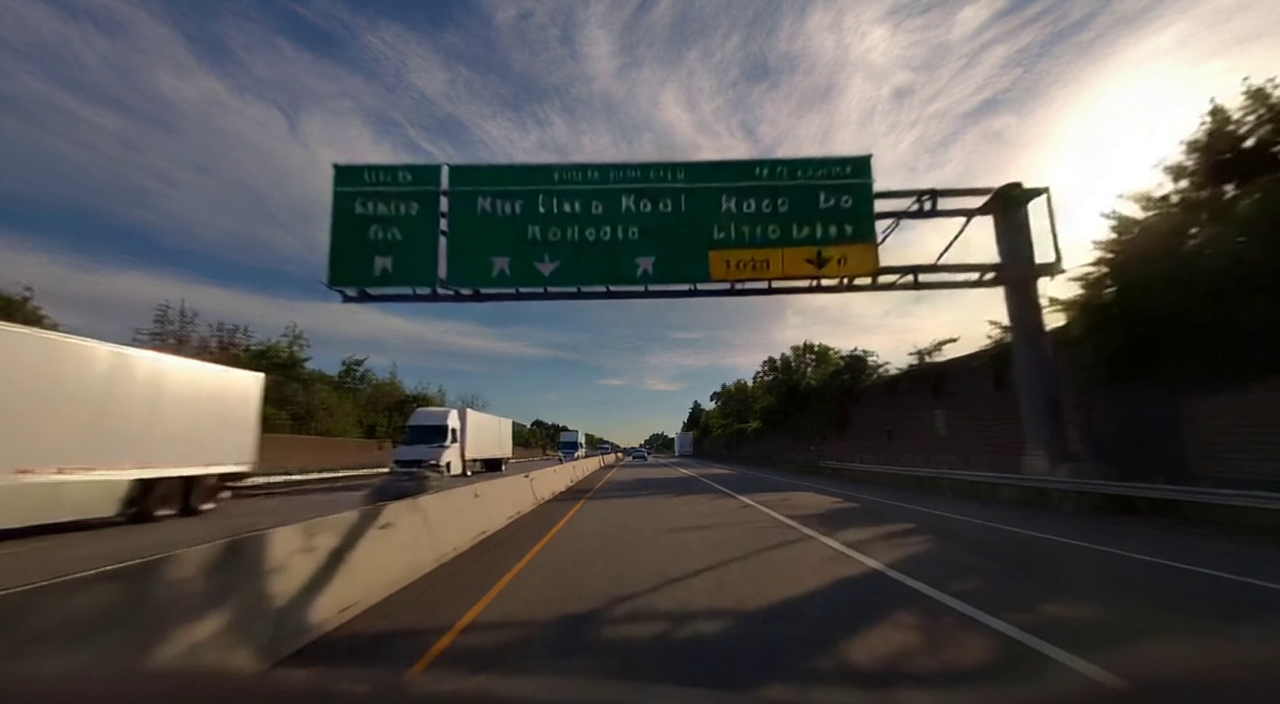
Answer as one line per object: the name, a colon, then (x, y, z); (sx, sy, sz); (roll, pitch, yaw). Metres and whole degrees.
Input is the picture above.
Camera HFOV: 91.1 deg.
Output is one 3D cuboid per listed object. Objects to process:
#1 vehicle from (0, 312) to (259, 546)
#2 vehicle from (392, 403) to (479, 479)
vehicle: (-12.791, 1.437, 11.508); (2.885, 4.101, 14.066); (0, -9, 0)
vehicle: (-12.680, 5.651, 39.660); (3.294, 4.337, 6.316); (0, -9, 0)
